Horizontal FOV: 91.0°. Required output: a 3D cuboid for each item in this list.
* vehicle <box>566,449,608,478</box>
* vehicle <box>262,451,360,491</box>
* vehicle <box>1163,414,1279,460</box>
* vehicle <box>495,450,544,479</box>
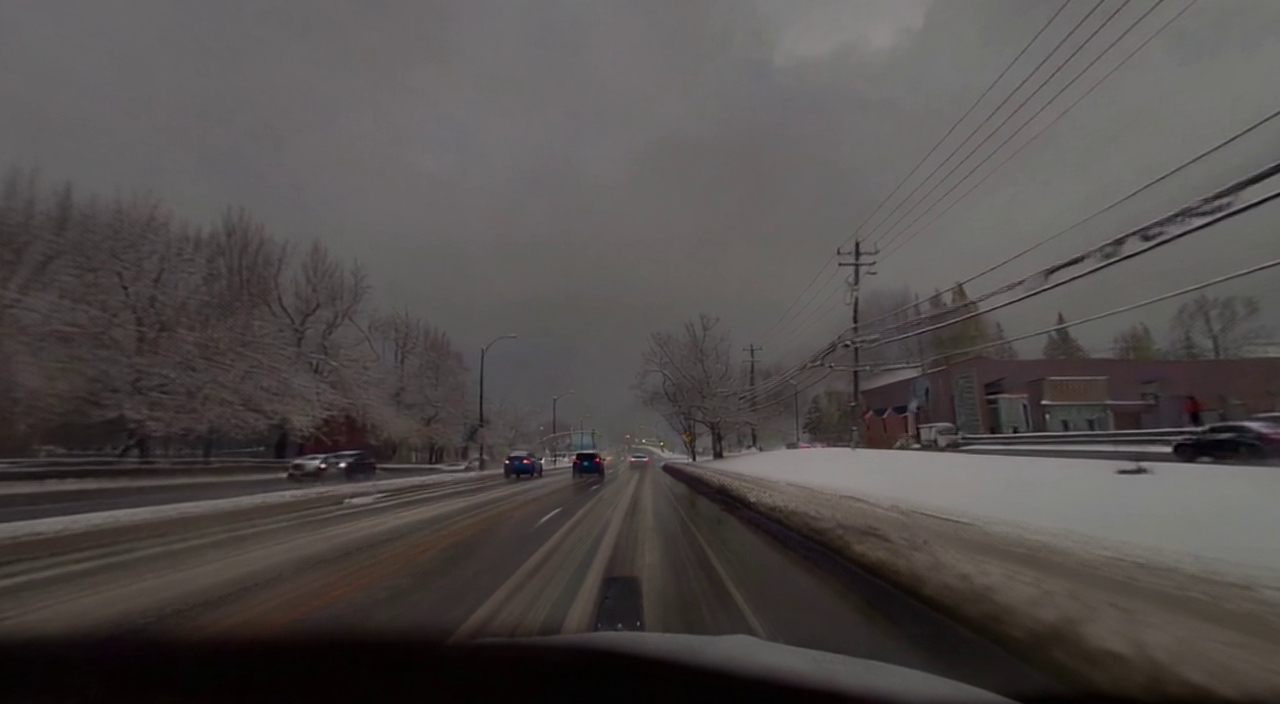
[{"bbox_3d":[-3.245,6.984,39.665,2.085,1.663,4.513,0,-9,2],"label":"vehicle"},{"bbox_3d":[-13.734,4.961,26.618,1.909,1.502,4.355,1,-9,-3],"label":"vehicle"},{"bbox_3d":[22.001,3.159,23.072,1.884,1.532,4.745,0,-9,5],"label":"vehicle"},{"bbox_3d":[-7.080,6.611,37.316,1.932,1.596,4.247,0,-9,1],"label":"vehicle"}]
